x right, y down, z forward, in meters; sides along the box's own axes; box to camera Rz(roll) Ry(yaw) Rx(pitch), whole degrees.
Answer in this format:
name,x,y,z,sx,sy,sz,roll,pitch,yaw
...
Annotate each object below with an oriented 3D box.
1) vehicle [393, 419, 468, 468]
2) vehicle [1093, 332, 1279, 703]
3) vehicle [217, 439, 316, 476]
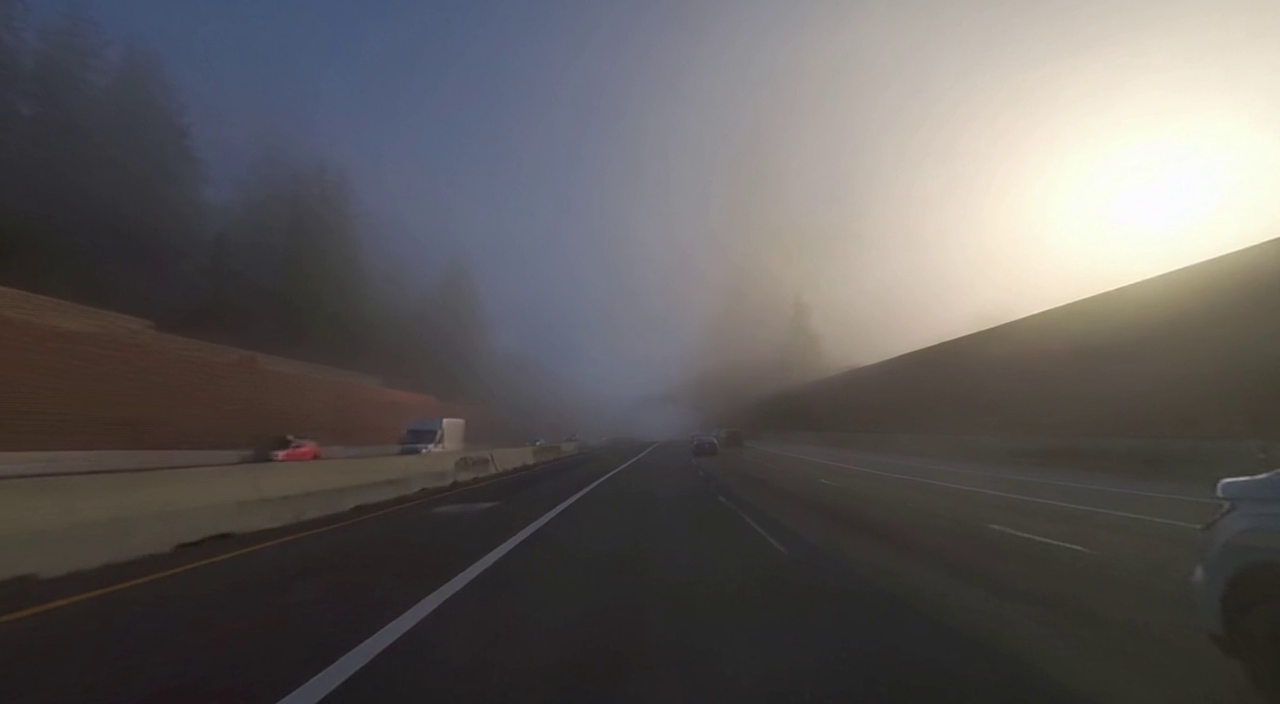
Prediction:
name,x,y,z,sx,sy,sz,roll,pitch,yaw
vehicle,-12.655,5.634,38.648,2.503,2.743,5.712,0,-8,1
vehicle,3.829,0.617,1.405,2.190,1.783,4.637,0,-8,1
vehicle,-17.802,5.037,30.366,1.984,1.635,4.627,0,-8,-1
